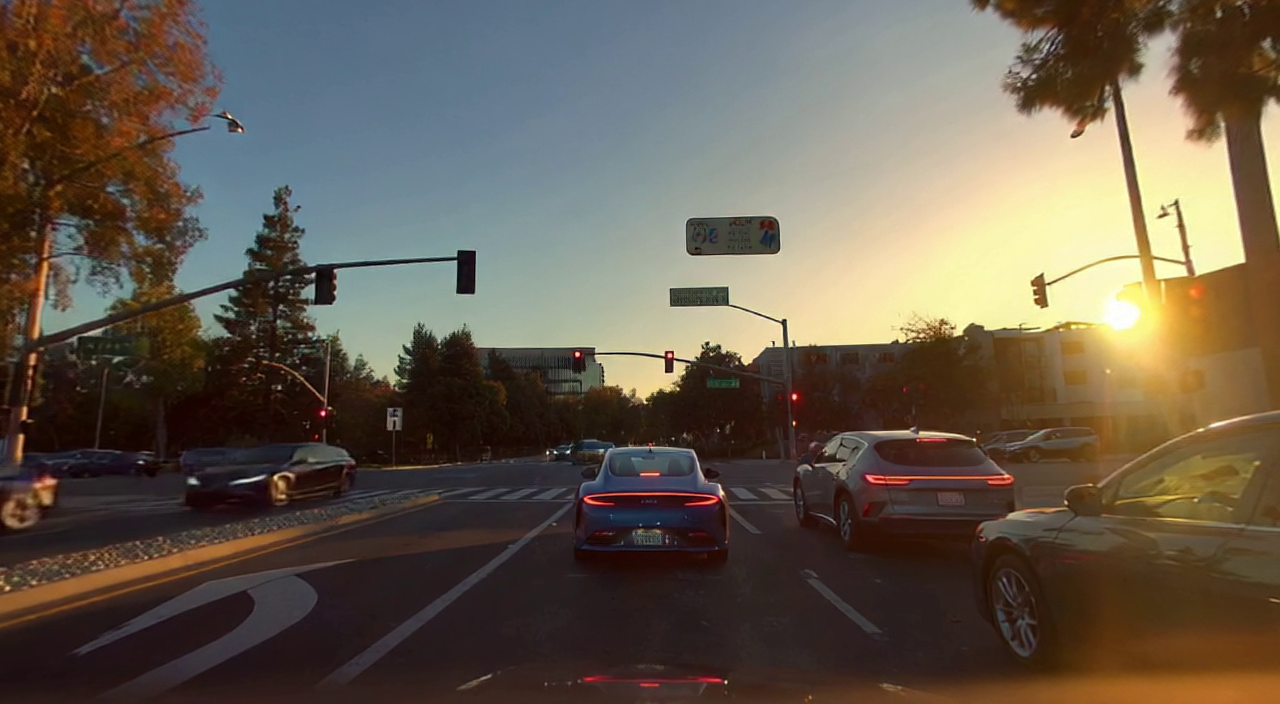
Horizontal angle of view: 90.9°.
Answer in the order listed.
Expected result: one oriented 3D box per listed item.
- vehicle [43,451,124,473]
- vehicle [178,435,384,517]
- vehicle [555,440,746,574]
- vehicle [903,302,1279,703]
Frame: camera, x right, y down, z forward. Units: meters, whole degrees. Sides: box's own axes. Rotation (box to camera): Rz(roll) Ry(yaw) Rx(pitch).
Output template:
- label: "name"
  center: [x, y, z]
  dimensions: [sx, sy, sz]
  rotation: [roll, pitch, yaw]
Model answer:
- label: "vehicle"
  center: [-41.286, 8.162, 46.804]
  dimensions: [4.195, 1.533, 1.752]
  rotation: [0, -8, -3]
- label: "vehicle"
  center: [-8.353, 2.913, 15.387]
  dimensions: [2.091, 1.651, 4.870]
  rotation: [0, -8, 1]
- label: "vehicle"
  center: [0.123, 1.871, 8.396]
  dimensions: [1.945, 1.343, 3.827]
  rotation: [0, -8, 1]
- label: "vehicle"
  center: [3.110, 0.805, 2.539]
  dimensions: [2.143, 1.759, 4.531]
  rotation: [0, -8, 0]
